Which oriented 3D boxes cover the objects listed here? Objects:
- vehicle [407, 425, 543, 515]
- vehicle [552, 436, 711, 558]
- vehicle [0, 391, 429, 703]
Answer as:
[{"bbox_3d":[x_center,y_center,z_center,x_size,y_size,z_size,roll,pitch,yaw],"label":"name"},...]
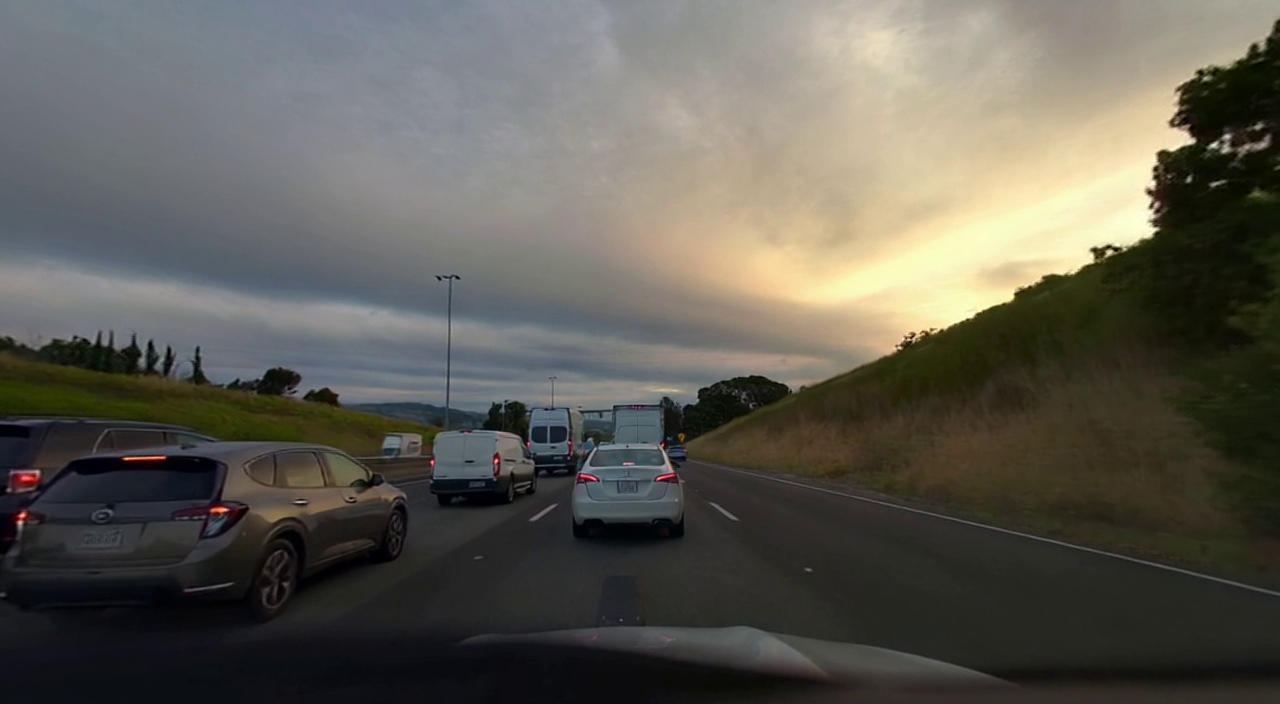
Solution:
[{"bbox_3d":[-3.937,2.924,16.018,2.055,1.913,4.584,-1,-9,2],"label":"vehicle"},{"bbox_3d":[-0.112,2.079,9.654,1.995,1.495,3.380,0,-9,0],"label":"vehicle"},{"bbox_3d":[-3.681,1.390,5.639,2.029,1.656,4.437,-1,-9,0],"label":"vehicle"}]
